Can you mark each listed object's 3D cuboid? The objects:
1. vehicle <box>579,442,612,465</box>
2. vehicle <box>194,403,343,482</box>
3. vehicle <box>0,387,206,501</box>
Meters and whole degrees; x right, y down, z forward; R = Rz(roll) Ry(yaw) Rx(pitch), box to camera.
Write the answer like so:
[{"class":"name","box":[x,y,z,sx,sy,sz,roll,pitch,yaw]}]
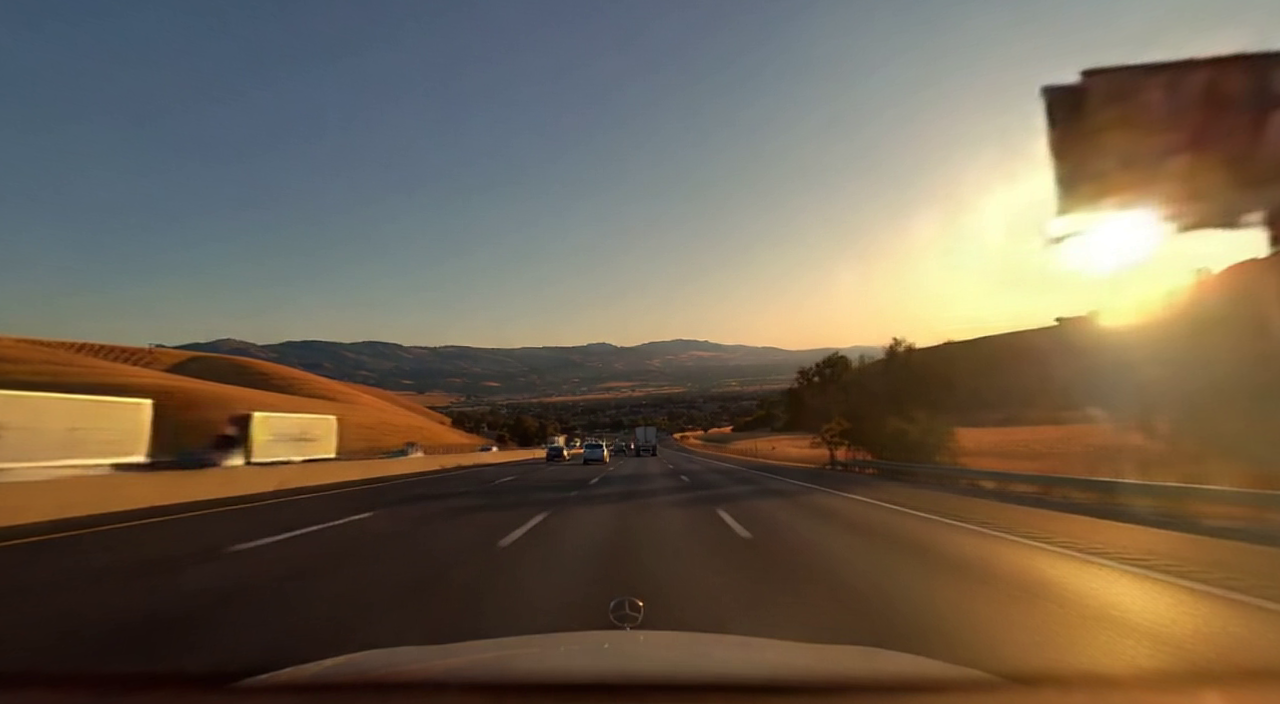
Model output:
[{"class":"vehicle","box":[-3.200,7.421,46.332,2.042,1.532,4.396,0,-8,1]},{"class":"vehicle","box":[-20.659,5.152,35.956,3.039,3.894,8.649,0,-8,1]},{"class":"vehicle","box":[-24.989,3.781,25.885,2.879,4.158,16.173,0,-8,0]}]
